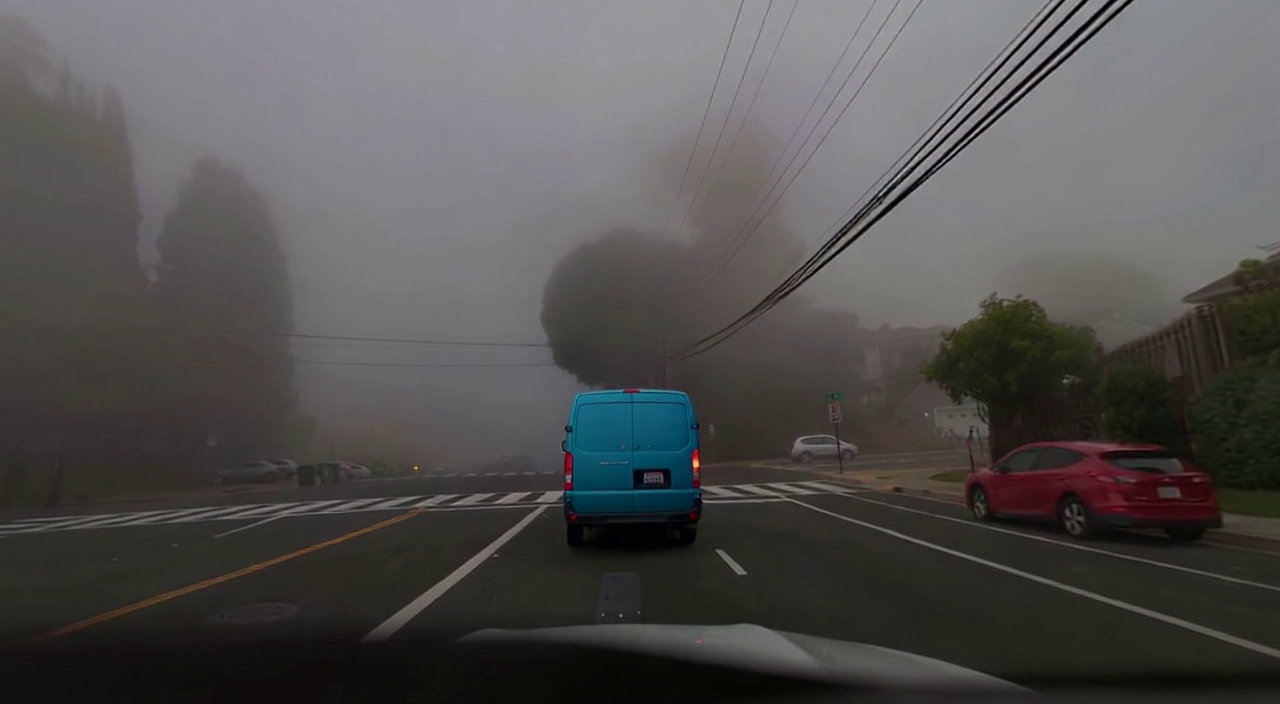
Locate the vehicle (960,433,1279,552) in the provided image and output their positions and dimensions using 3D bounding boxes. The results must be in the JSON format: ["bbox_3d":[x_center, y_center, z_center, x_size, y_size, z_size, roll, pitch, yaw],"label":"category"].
[{"bbox_3d":[7.346,2.134,10.310,1.883,1.504,4.220,0,-9,-2],"label":"vehicle"}]

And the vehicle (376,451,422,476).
[{"bbox_3d":[-17.970,8.305,47.320,1.841,1.769,4.105,0,-9,-1],"label":"vehicle"}]

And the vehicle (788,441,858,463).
[{"bbox_3d":[13.106,7.189,45.421,4.483,1.463,1.805,0,-9,-1],"label":"vehicle"}]

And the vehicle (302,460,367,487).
[{"bbox_3d":[-18.392,7.292,38.250,1.816,1.445,4.120,0,-9,1],"label":"vehicle"}]

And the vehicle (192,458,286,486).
[{"bbox_3d":[-27.331,8.197,43.191,4.972,1.776,2.057,0,-9,-1],"label":"vehicle"}]

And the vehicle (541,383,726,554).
[{"bbox_3d":[-0.234,1.828,10.491,2.342,2.142,4.809,0,-9,-4],"label":"vehicle"}]

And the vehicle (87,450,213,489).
[{"bbox_3d":[-26.885,6.459,34.802,5.026,2.017,2.215,0,-9,-1],"label":"vehicle"}]

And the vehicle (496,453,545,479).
[{"bbox_3d":[-7.252,6.973,38.845,1.962,1.481,4.434,-1,-9,2],"label":"vehicle"}]
